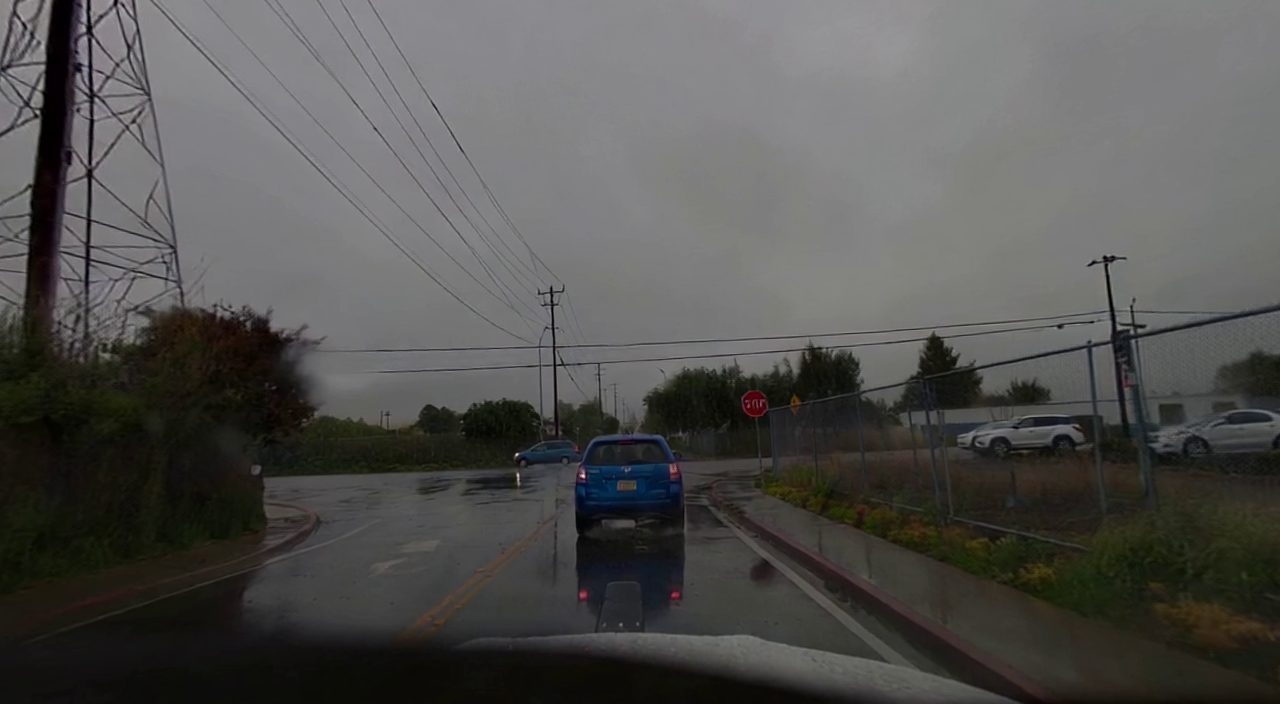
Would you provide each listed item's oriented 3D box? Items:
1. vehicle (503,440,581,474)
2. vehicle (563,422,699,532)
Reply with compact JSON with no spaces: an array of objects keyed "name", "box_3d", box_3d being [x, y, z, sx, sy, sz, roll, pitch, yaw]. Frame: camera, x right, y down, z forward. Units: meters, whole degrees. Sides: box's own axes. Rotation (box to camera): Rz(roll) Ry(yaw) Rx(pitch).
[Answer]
[{"name":"vehicle","box_3d":[-5.531,5.825,35.261,4.415,1.753,2.029,-8,-12,44]},{"name":"vehicle","box_3d":[-0.184,2.277,12.088,2.137,1.698,4.166,0,-8,-1]}]
